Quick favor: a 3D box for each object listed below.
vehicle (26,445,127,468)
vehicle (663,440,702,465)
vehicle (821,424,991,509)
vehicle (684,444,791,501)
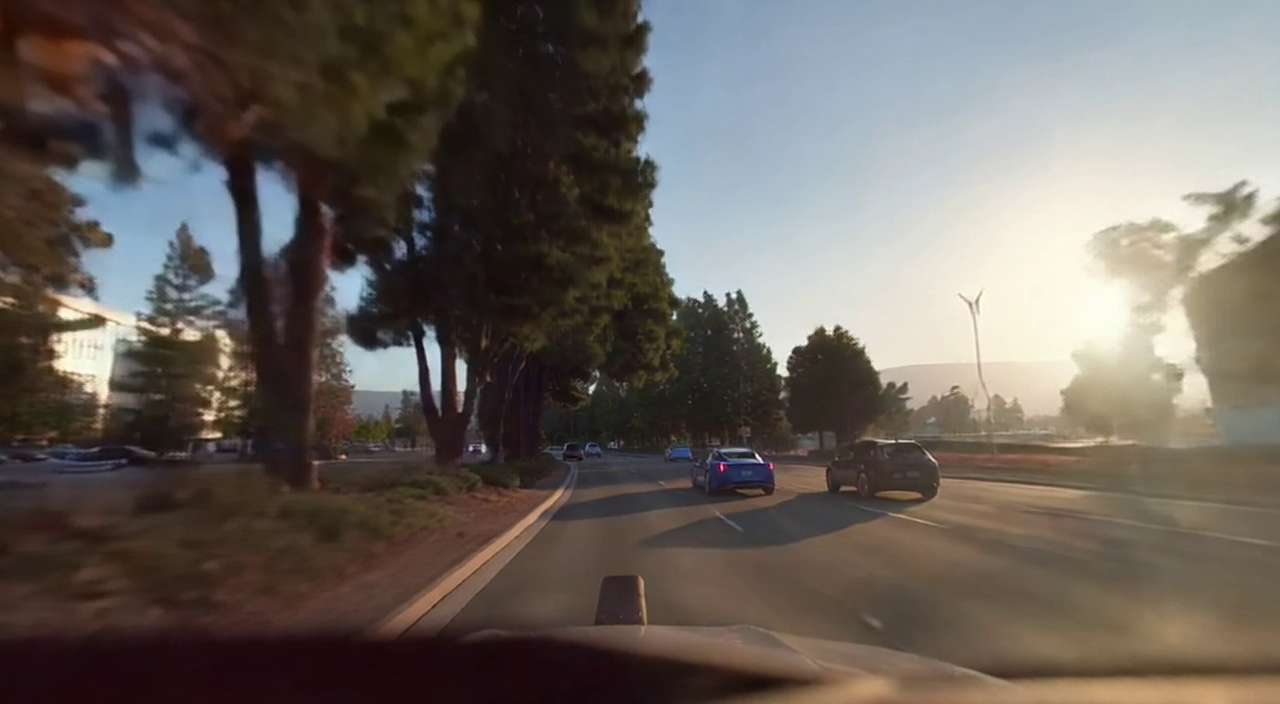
[{"bbox_3d":[-37.608,6.981,42.271,4.708,1.480,1.935,1,-9,-6],"label":"vehicle"},{"bbox_3d":[2.969,7.125,44.837,1.931,1.685,4.054,1,-9,-9],"label":"vehicle"},{"bbox_3d":[6.123,2.684,15.257,1.987,1.730,4.373,0,-8,-3],"label":"vehicle"},{"bbox_3d":[2.517,3.241,17.540,1.990,1.347,4.388,0,-8,-4],"label":"vehicle"}]
